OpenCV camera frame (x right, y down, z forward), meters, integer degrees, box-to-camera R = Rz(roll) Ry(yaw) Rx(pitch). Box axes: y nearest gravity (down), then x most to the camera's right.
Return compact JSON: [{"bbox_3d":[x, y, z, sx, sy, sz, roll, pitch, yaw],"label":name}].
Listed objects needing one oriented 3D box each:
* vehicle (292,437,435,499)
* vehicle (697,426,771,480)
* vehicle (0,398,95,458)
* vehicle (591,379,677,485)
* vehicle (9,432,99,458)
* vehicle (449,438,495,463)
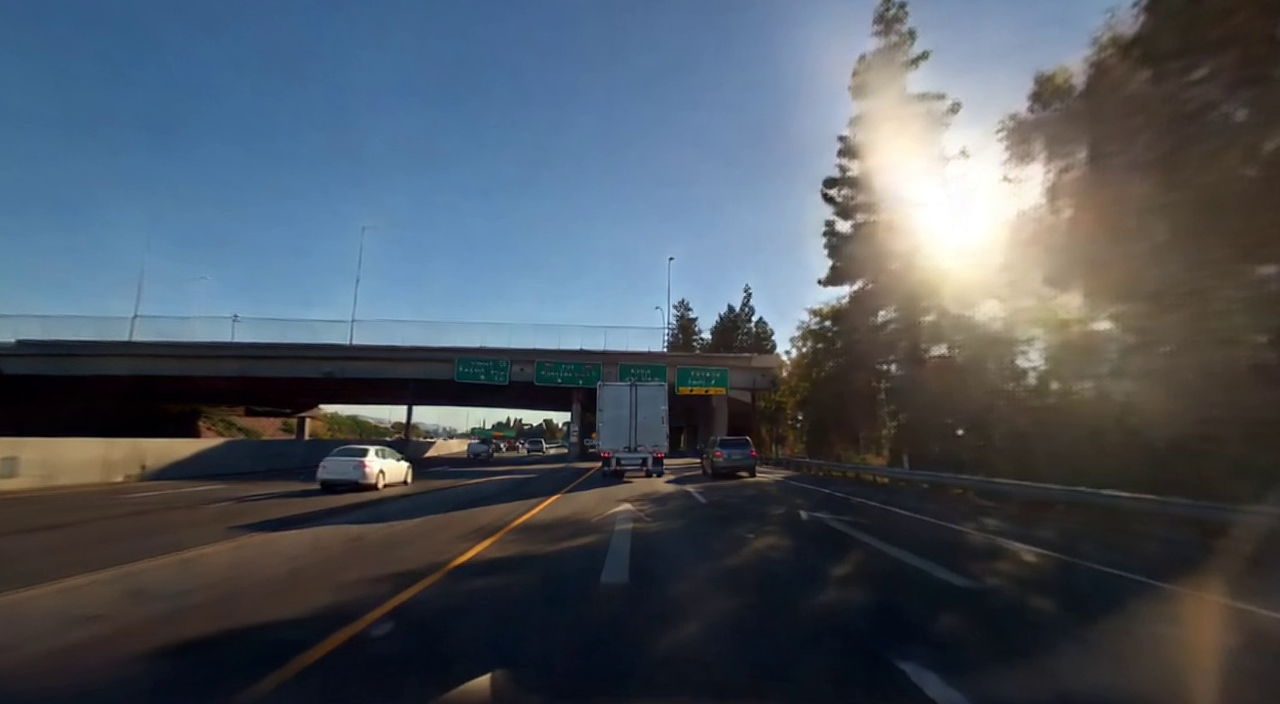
[{"bbox_3d":[-7.684,3.243,18.188,2.057,1.506,4.829,0,-8,-1],"label":"vehicle"},{"bbox_3d":[3.733,4.127,26.067,2.174,1.968,5.016,0,-8,-1],"label":"vehicle"},{"bbox_3d":[-42.367,5.295,43.281,2.948,3.750,7.867,0,-8,-3],"label":"vehicle"},{"bbox_3d":[-0.282,3.460,26.845,2.916,3.584,10.841,0,-8,-1],"label":"vehicle"},{"bbox_3d":[-38.859,6.168,41.965,1.824,1.623,4.444,0,-8,-3],"label":"vehicle"},{"bbox_3d":[-12.132,7.135,45.933,2.119,1.747,5.121,0,-8,-2],"label":"vehicle"}]
